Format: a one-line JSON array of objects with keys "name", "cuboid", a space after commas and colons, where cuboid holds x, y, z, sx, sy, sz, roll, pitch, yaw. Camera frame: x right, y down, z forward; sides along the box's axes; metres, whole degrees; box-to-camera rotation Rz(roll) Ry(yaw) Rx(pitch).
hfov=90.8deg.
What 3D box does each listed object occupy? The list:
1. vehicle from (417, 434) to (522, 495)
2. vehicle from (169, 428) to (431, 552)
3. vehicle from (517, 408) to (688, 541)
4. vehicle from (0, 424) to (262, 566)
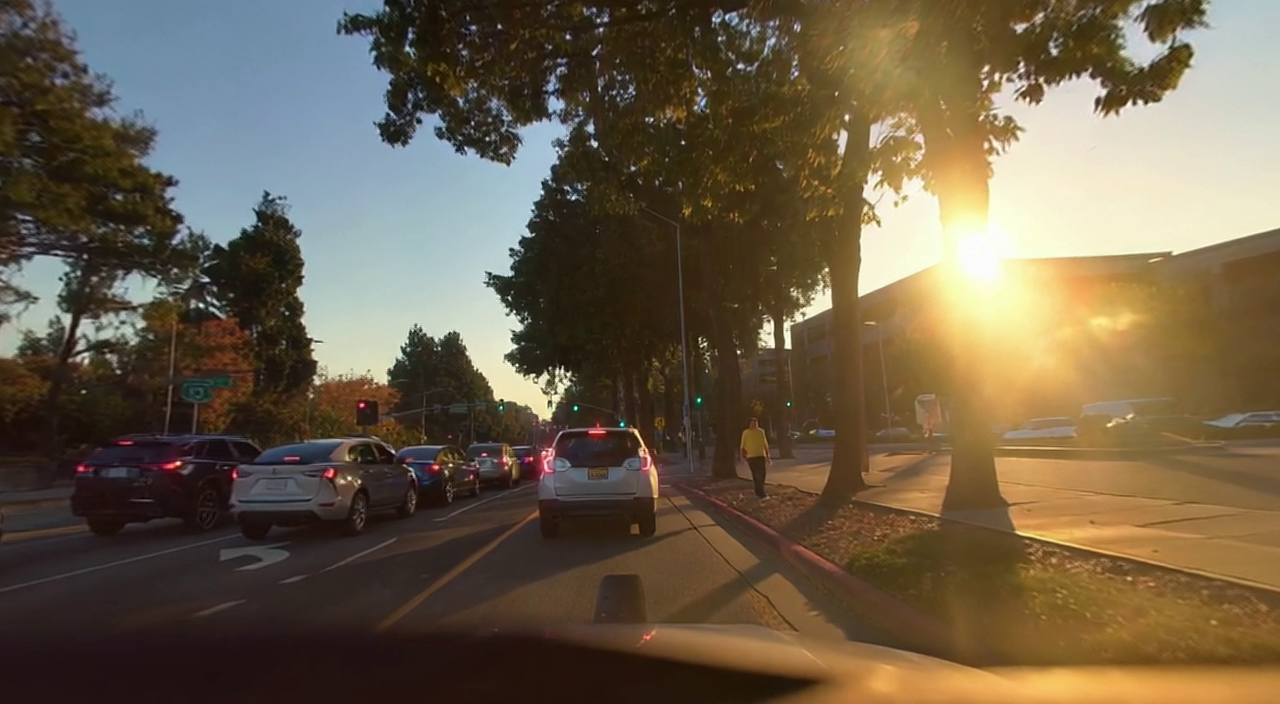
[{"name": "vehicle", "cuboid": [-5.445, 3.663, 20.931, 2.188, 1.774, 4.477, 0, -9, 1]}, {"name": "vehicle", "cuboid": [-5.403, 2.229, 10.934, 2.010, 1.674, 4.484, 0, -9, 0]}, {"name": "vehicle", "cuboid": [-0.582, 2.023, 10.994, 2.368, 1.829, 4.293, 0, -9, -2]}, {"name": "vehicle", "cuboid": [-8.793, 2.217, 10.586, 2.013, 1.826, 4.592, 0, -9, 1]}]
